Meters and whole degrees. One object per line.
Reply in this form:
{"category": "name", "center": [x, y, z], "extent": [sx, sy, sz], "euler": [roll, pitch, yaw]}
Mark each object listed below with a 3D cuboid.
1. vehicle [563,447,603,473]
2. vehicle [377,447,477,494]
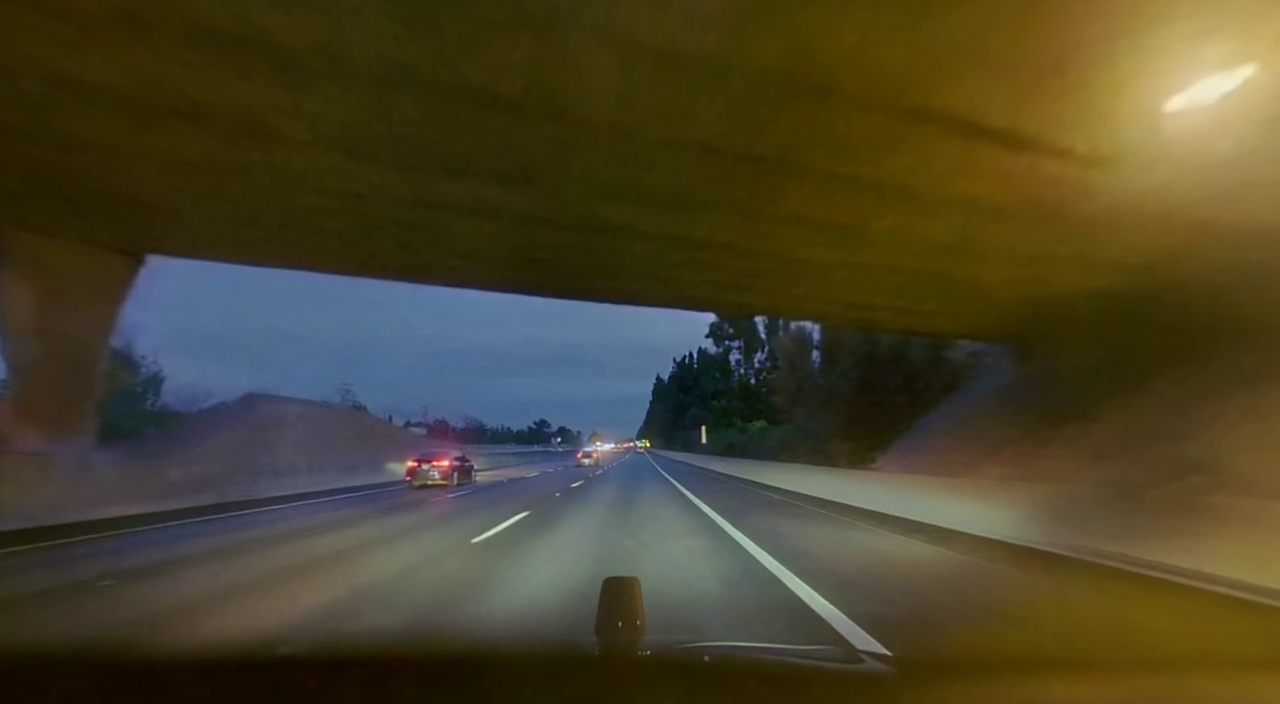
{"category": "vehicle", "center": [-3.667, 7.056, 41.341], "extent": [2.102, 1.571, 4.666], "euler": [0, -9, 1]}
{"category": "vehicle", "center": [-7.621, 4.270, 23.112], "extent": [2.002, 1.507, 4.631], "euler": [0, -9, 1]}
